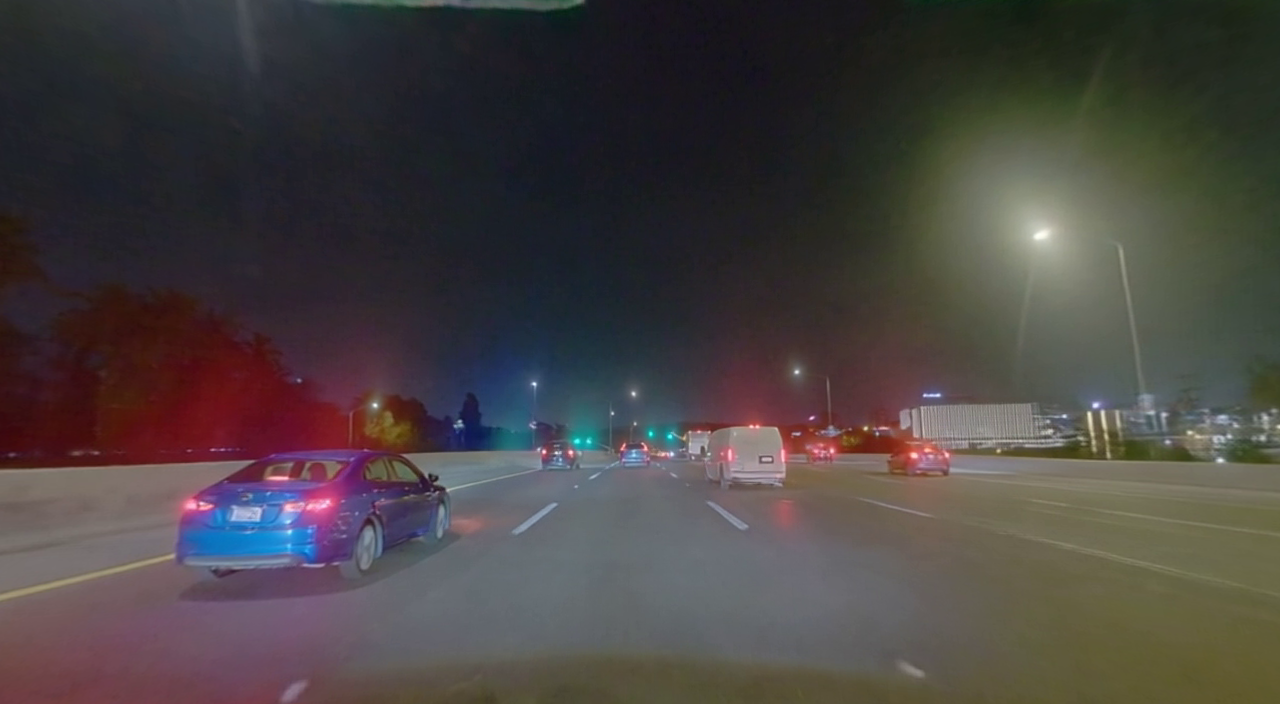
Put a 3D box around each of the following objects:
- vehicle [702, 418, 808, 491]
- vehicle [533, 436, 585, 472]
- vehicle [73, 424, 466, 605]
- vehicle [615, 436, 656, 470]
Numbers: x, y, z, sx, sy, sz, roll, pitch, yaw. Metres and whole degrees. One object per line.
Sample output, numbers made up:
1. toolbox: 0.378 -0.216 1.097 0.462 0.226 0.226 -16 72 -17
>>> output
1. vehicle: 3.557 3.346 20.862 2.250 2.074 5.723 0 -9 -2
2. vehicle: -4.212 5.390 33.497 2.109 1.793 4.613 0 -9 0
3. vehicle: -3.656 1.674 7.448 1.991 1.469 4.381 0 -9 0
4. vehicle: -0.273 5.693 35.598 2.212 1.786 4.198 0 -9 -1
